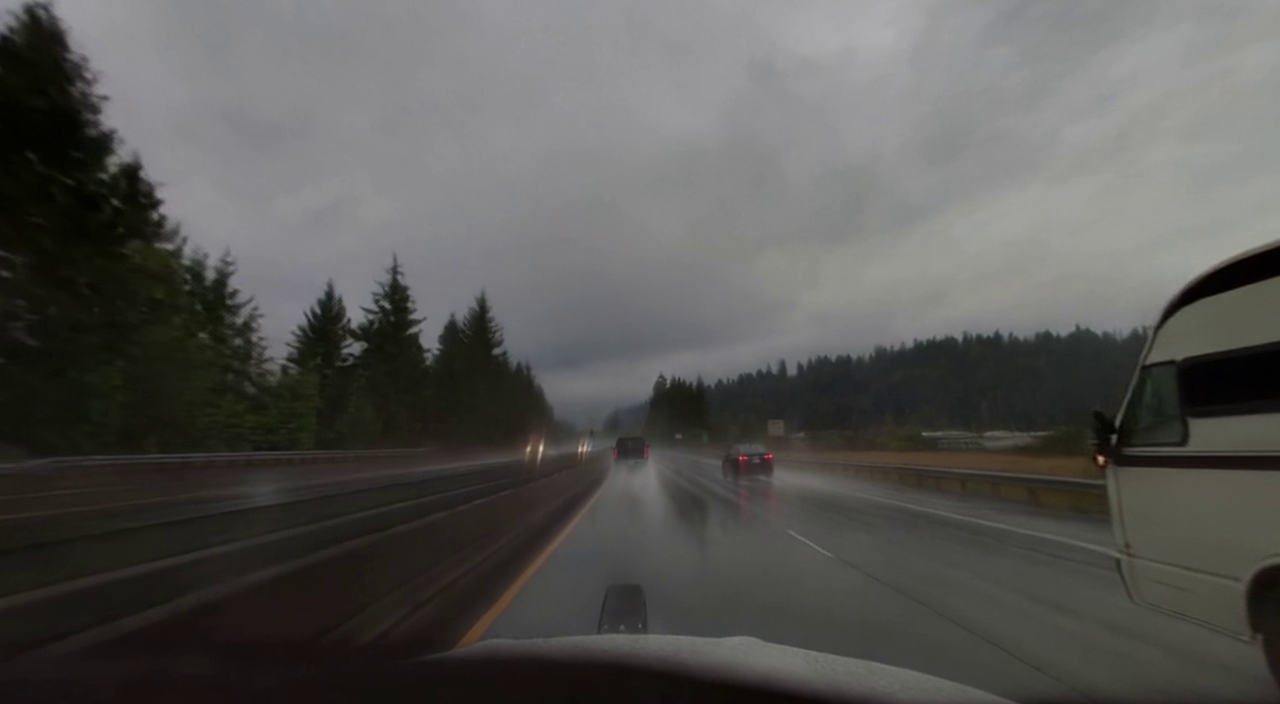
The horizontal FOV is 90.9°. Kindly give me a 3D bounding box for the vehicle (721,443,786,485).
[{"bbox_3d":[4.189,4.195,23.771,1.757,1.459,3.398,0,-9,-1],"label":"vehicle"}]

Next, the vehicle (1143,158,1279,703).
[{"bbox_3d":[4.675,-0.005,0.430,2.745,2.832,7.035,0,-9,0],"label":"vehicle"}]

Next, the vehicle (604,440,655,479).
[{"bbox_3d":[-0.448,4.799,28.276,2.120,1.575,4.018,0,-9,0],"label":"vehicle"}]
